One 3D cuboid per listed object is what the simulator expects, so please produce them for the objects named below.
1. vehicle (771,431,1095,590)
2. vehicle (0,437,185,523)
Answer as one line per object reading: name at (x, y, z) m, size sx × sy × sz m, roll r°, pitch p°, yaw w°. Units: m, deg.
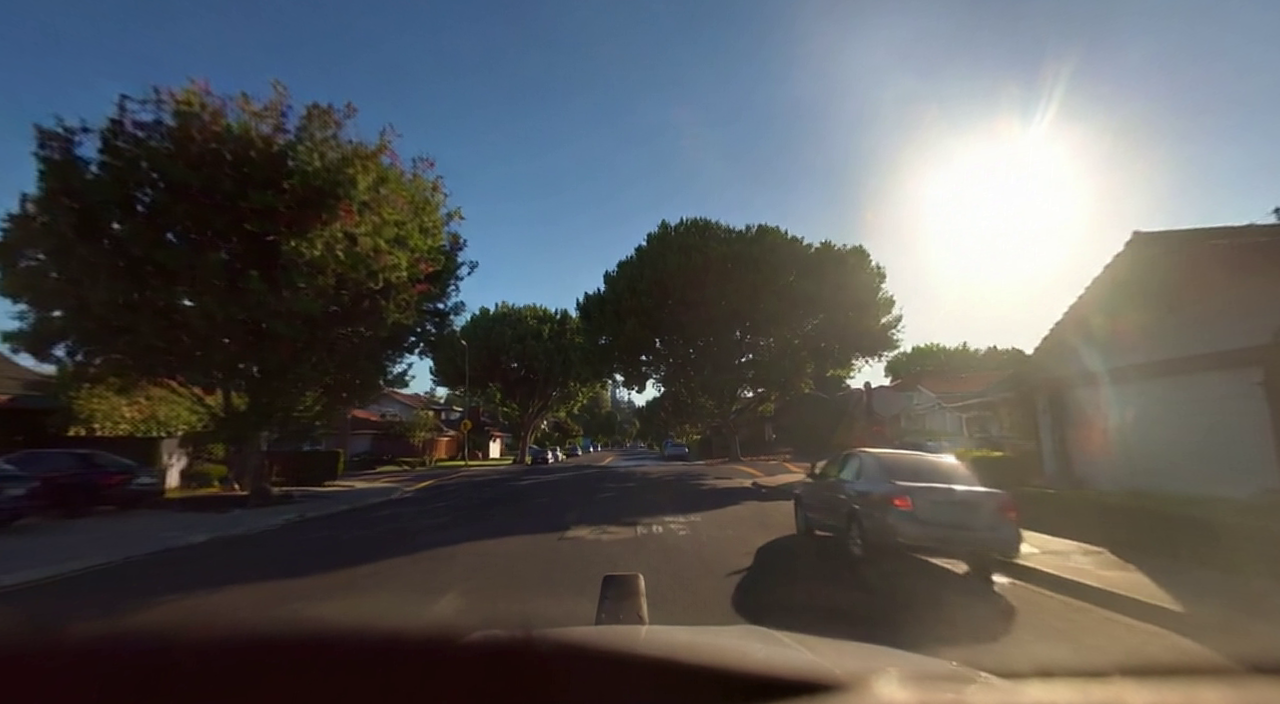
vehicle at (3.242, 1.812, 8.197) m, size 1.986 × 1.476 × 4.306 m, roll 0°, pitch -8°, yaw -2°
vehicle at (-12.365, 2.658, 13.448) m, size 3.972 × 1.628 × 1.963 m, roll -2°, pitch -8°, yaw 9°
